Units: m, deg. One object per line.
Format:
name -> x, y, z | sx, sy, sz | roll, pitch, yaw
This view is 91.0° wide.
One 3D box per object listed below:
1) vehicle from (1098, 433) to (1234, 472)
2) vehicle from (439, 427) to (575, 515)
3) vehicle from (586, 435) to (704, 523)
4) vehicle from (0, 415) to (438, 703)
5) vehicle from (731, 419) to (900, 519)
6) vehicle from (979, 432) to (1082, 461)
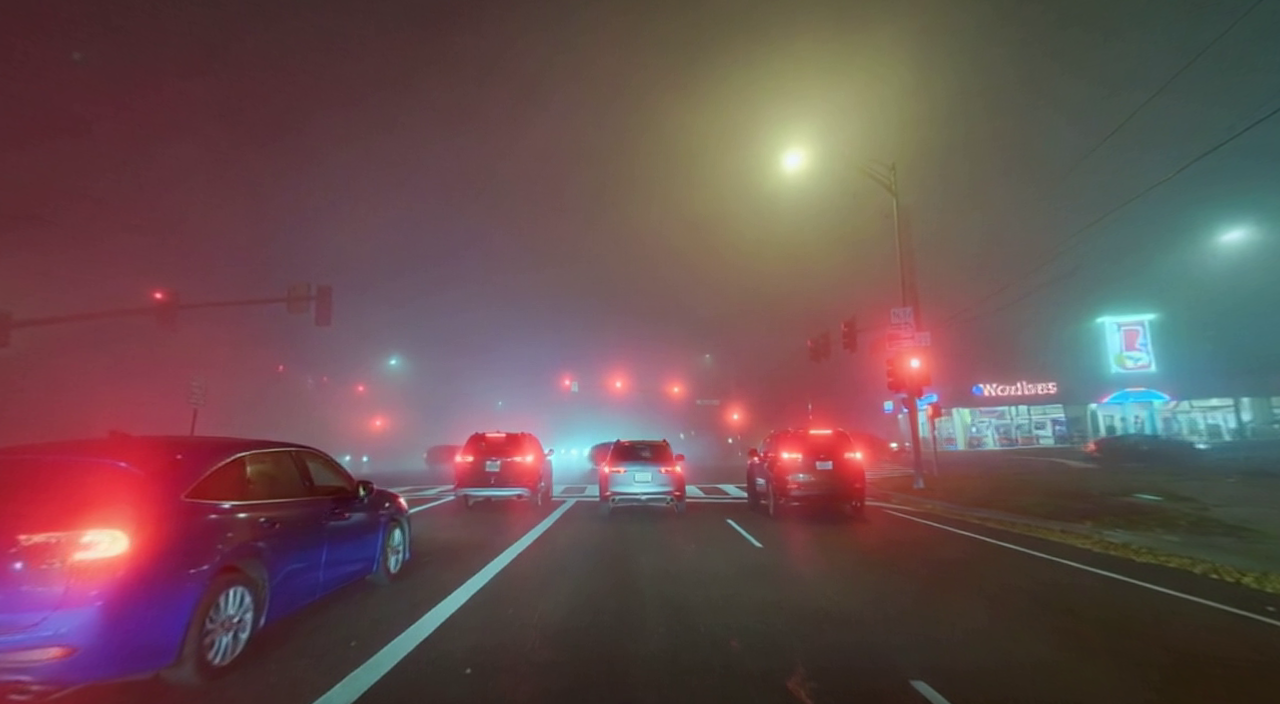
vehicle -> 21.795, 4.178, 26.251 | 3.822, 1.514, 1.905 | -1, -9, 8
vehicle -> -2.824, 2.653, 14.432 | 2.072, 1.694, 4.070 | -1, -9, 2
vehicle -> 0.126, 2.503, 12.909 | 2.032, 1.499, 3.994 | 0, -9, 1
vehicle -> -3.334, 1.348, 4.908 | 2.014, 1.472, 4.357 | 0, -9, 1
vehicle -> 3.311, 2.331, 12.962 | 2.076, 1.691, 4.402 | 0, -9, -2
vehicle -> 23.313, 5.669, 37.752 | 4.781, 1.700, 1.986 | 0, -9, 1
